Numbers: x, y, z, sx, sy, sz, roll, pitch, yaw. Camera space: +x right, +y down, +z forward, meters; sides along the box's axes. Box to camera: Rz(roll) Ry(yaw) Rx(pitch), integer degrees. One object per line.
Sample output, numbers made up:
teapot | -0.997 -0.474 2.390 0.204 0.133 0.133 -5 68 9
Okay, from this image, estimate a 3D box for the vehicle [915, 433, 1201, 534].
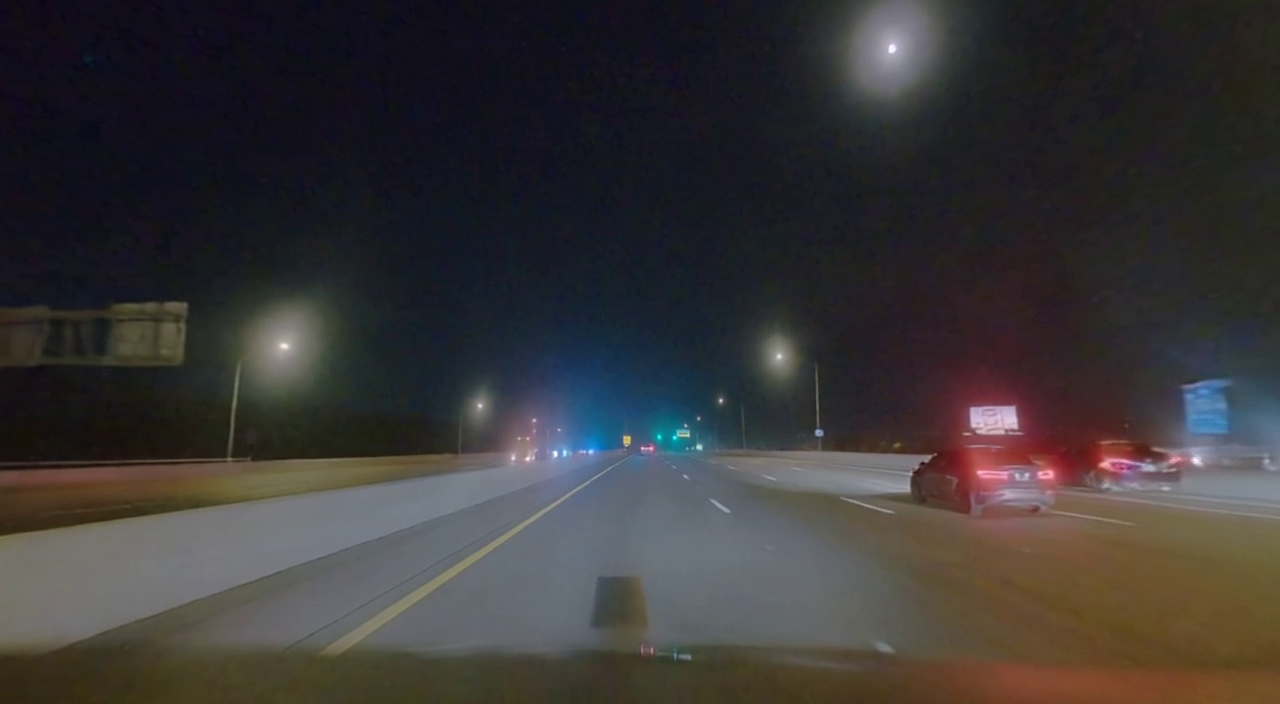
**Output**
vehicle | 7.437 2.351 12.067 2.093 1.525 4.865 0 -8 -1
